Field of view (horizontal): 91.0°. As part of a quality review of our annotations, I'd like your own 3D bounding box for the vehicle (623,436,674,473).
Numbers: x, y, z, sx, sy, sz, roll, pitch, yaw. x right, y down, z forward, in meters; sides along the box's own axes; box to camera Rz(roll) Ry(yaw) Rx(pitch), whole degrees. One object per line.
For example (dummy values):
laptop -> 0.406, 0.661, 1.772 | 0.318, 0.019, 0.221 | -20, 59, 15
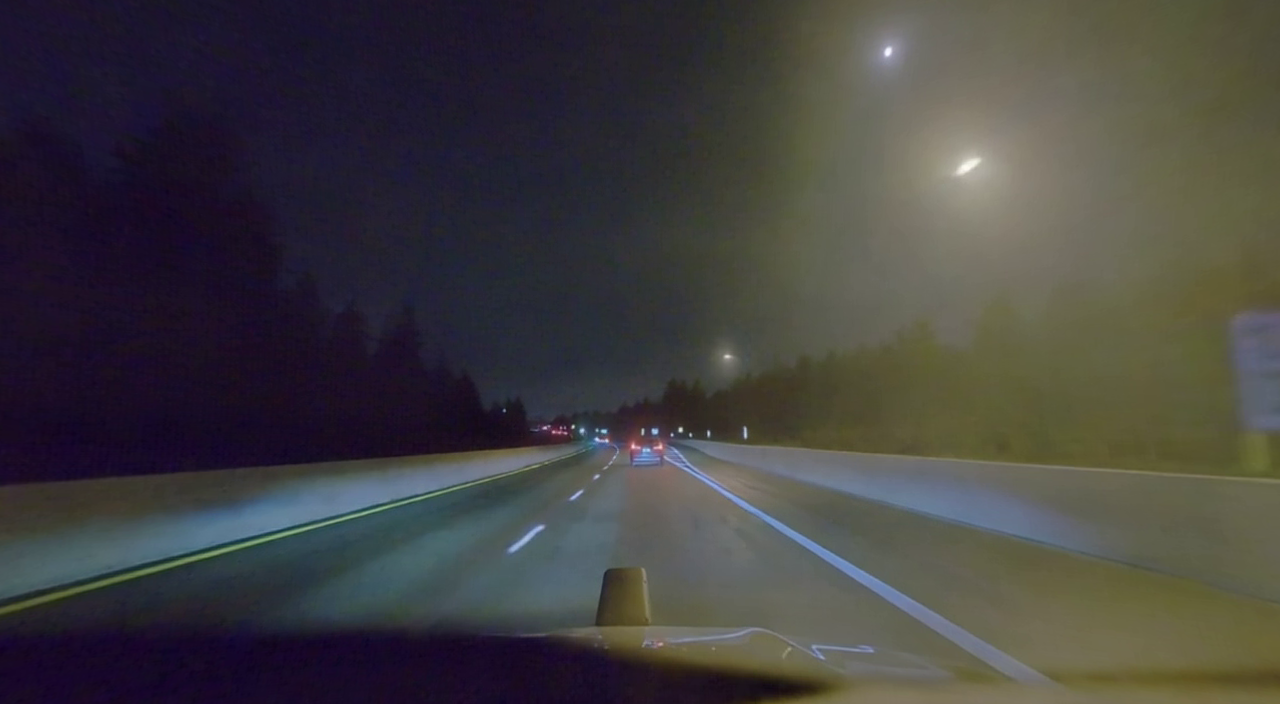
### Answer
vehicle -> 0.363, 4.528, 27.976 | 2.130, 1.512, 4.057 | 0, -8, 0
